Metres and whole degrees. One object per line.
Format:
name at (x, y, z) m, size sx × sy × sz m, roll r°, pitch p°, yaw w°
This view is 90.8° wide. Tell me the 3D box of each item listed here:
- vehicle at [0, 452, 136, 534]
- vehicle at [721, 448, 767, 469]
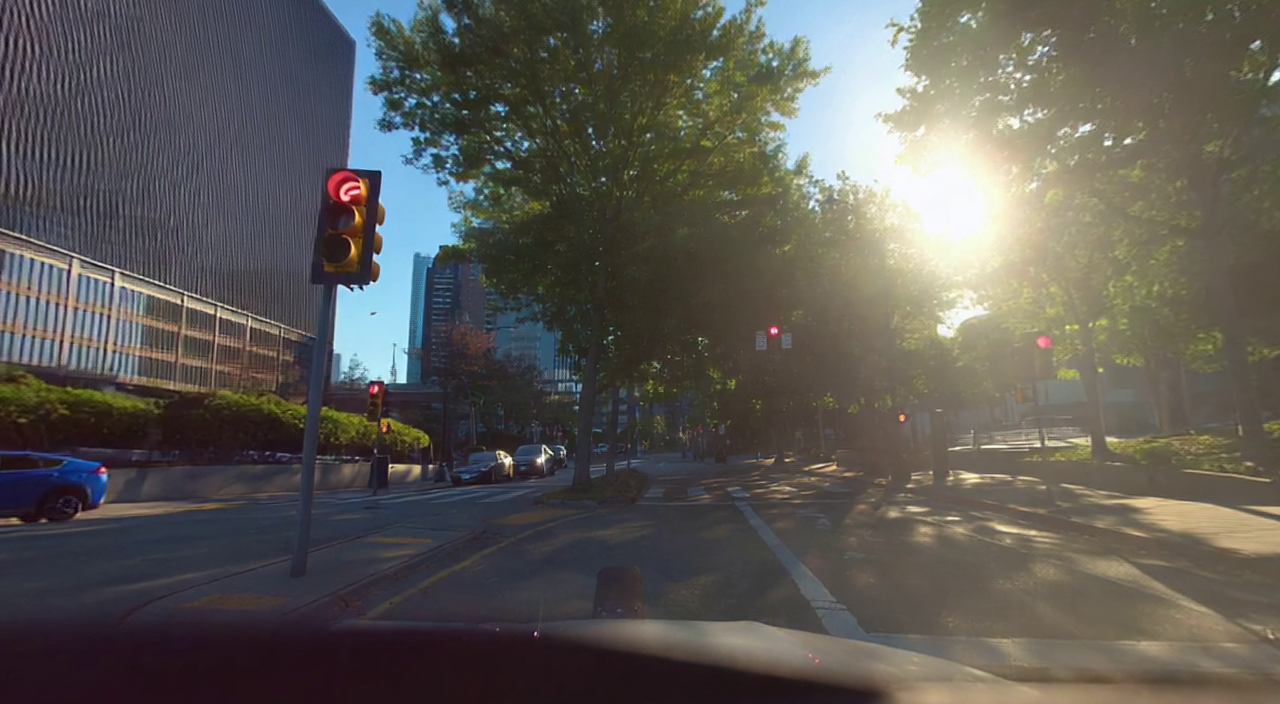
vehicle at (-12.853, 2.716, 12.272) m, size 4.598 × 1.490 × 1.816 m, roll 7°, pitch -11°, yaw -40°
vehicle at (7.868, 8.125, 48.415) m, size 1.829 × 1.440 × 4.384 m, roll 2°, pitch -9°, yaw -14°
